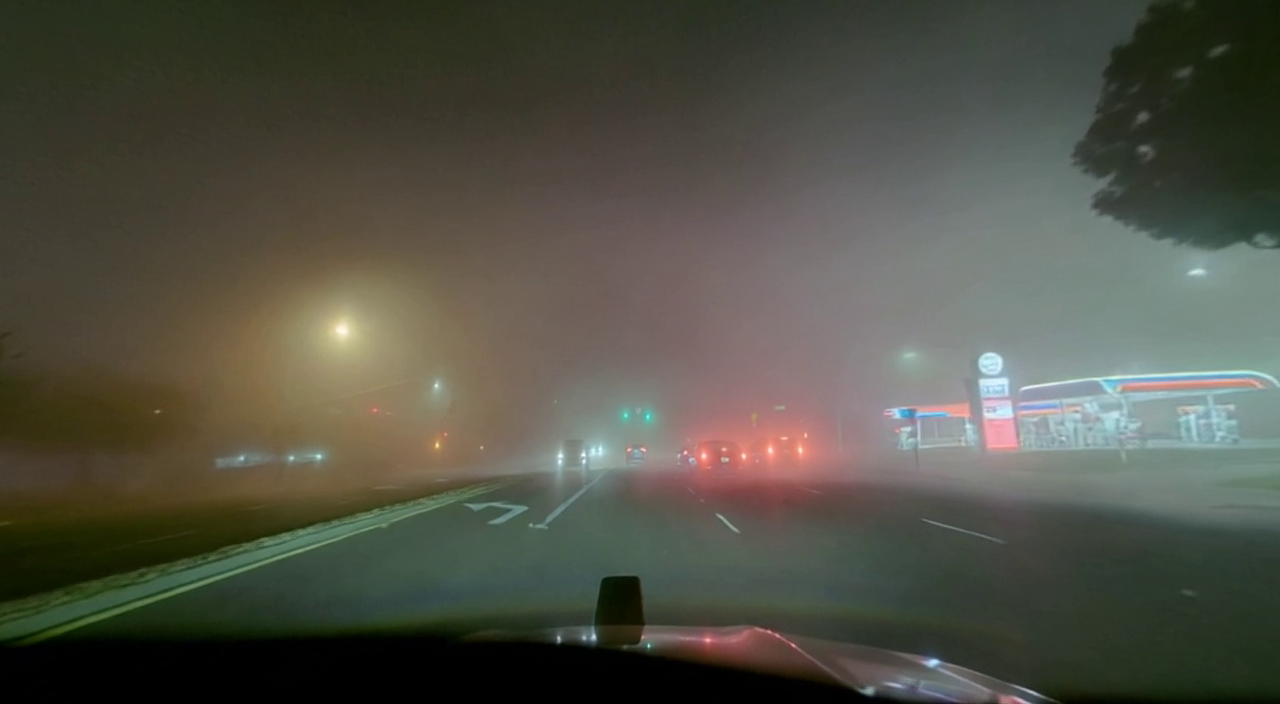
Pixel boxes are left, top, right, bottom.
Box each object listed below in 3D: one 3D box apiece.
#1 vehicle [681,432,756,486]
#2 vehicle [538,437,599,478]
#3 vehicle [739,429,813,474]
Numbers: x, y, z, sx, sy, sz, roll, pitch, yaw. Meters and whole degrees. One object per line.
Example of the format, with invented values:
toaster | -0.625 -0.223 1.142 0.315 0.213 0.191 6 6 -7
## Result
vehicle | 2.813 3.978 23.779 2.140 1.800 4.660 0 -9 -1
vehicle | -3.332 5.021 30.299 2.261 1.820 4.255 -1 -9 2
vehicle | 7.027 5.232 33.361 2.510 2.176 5.527 0 -9 -2
